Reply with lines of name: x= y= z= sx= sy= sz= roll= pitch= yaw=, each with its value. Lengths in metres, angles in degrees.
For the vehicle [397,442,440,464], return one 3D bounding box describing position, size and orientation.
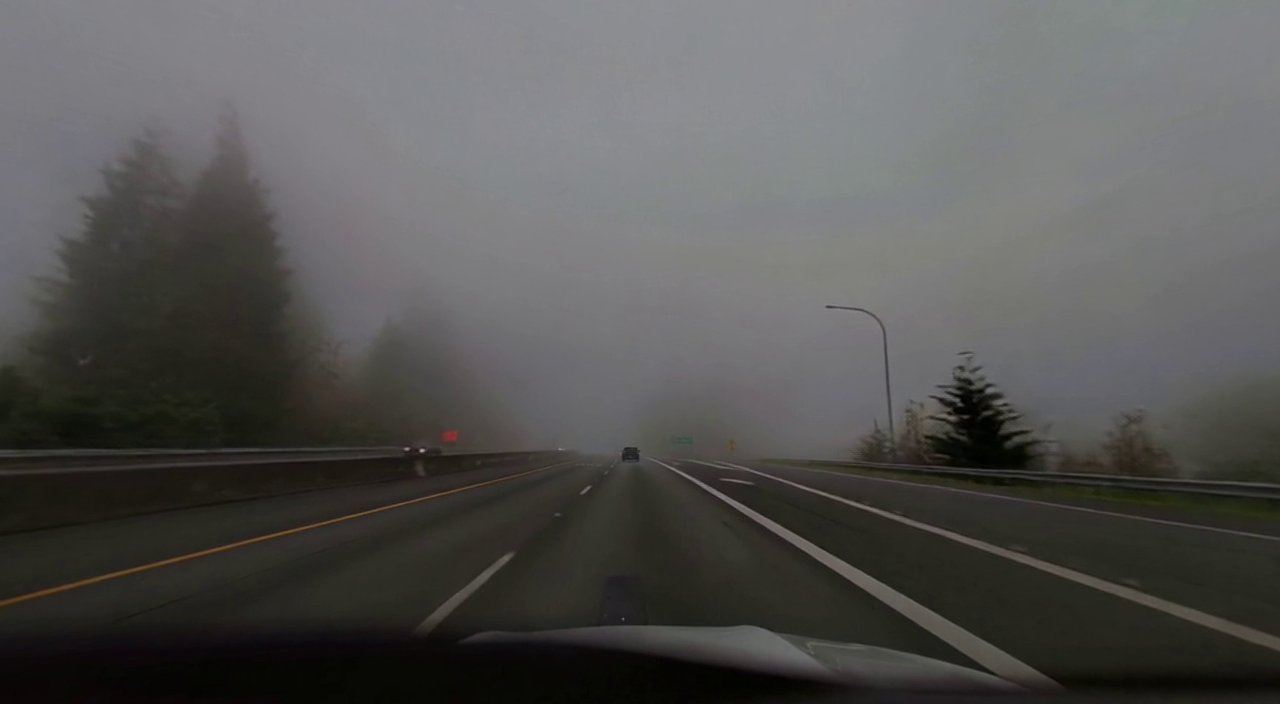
vehicle: x=-15.213 y=6.963 z=43.496 sx=1.736 sy=1.432 sz=3.567 roll=0 pitch=-9 yaw=-2
